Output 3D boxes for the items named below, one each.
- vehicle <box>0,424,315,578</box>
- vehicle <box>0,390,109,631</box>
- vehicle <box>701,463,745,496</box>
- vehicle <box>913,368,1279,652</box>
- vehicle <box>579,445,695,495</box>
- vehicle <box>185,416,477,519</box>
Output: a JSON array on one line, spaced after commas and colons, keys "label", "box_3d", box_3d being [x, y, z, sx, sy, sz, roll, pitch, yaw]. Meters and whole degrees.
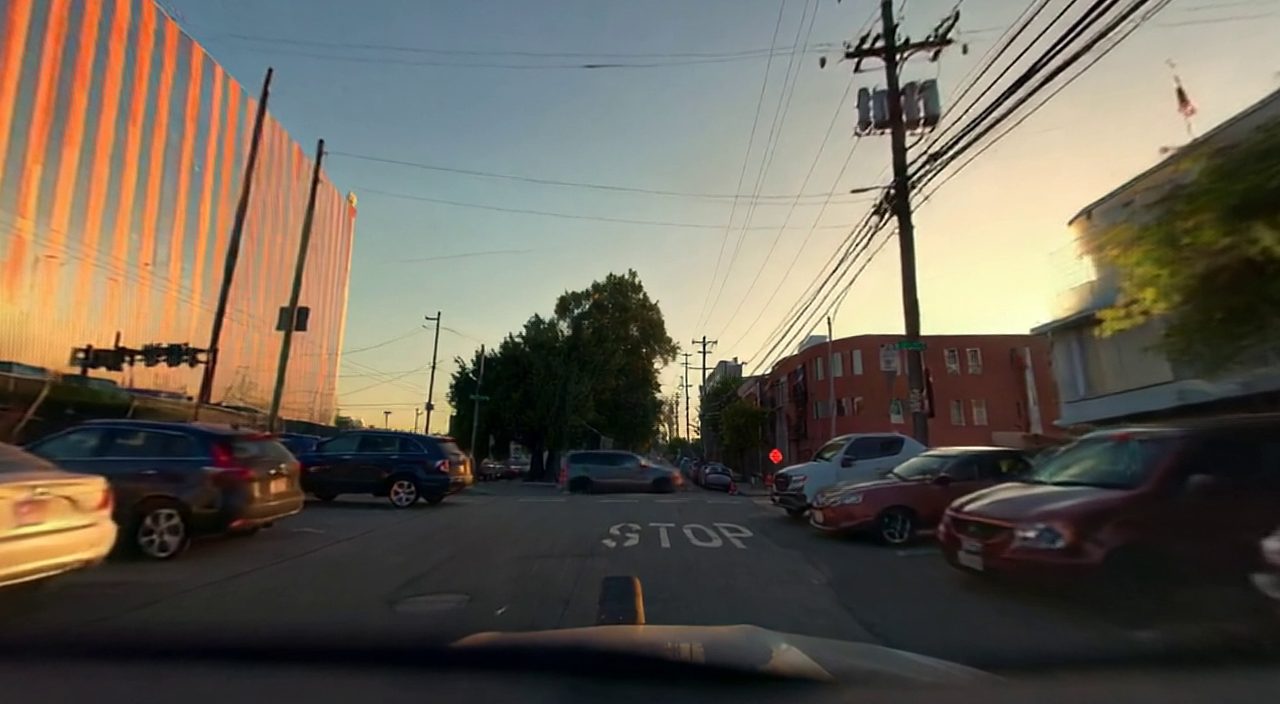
[{"label": "vehicle", "box_3d": [-6.942, 1.691, 7.780, 4.713, 1.440, 1.984, 3, -9, 2]}, {"label": "vehicle", "box_3d": [-6.673, 1.132, 4.449, 4.082, 1.723, 1.896, 0, -9, 0]}, {"label": "vehicle", "box_3d": [5.059, 7.828, 39.159, 2.007, 1.804, 4.136, 0, -8, -2]}, {"label": "vehicle", "box_3d": [4.889, 1.274, 5.127, 4.450, 1.719, 2.066, 4, -10, 1]}, {"label": "vehicle", "box_3d": [-0.106, 4.367, 23.622, 4.157, 1.754, 1.835, 0, -8, -1]}, {"label": "vehicle", "box_3d": [-6.332, 2.430, 13.473, 5.025, 1.648, 2.055, 4, -9, 0]}]
